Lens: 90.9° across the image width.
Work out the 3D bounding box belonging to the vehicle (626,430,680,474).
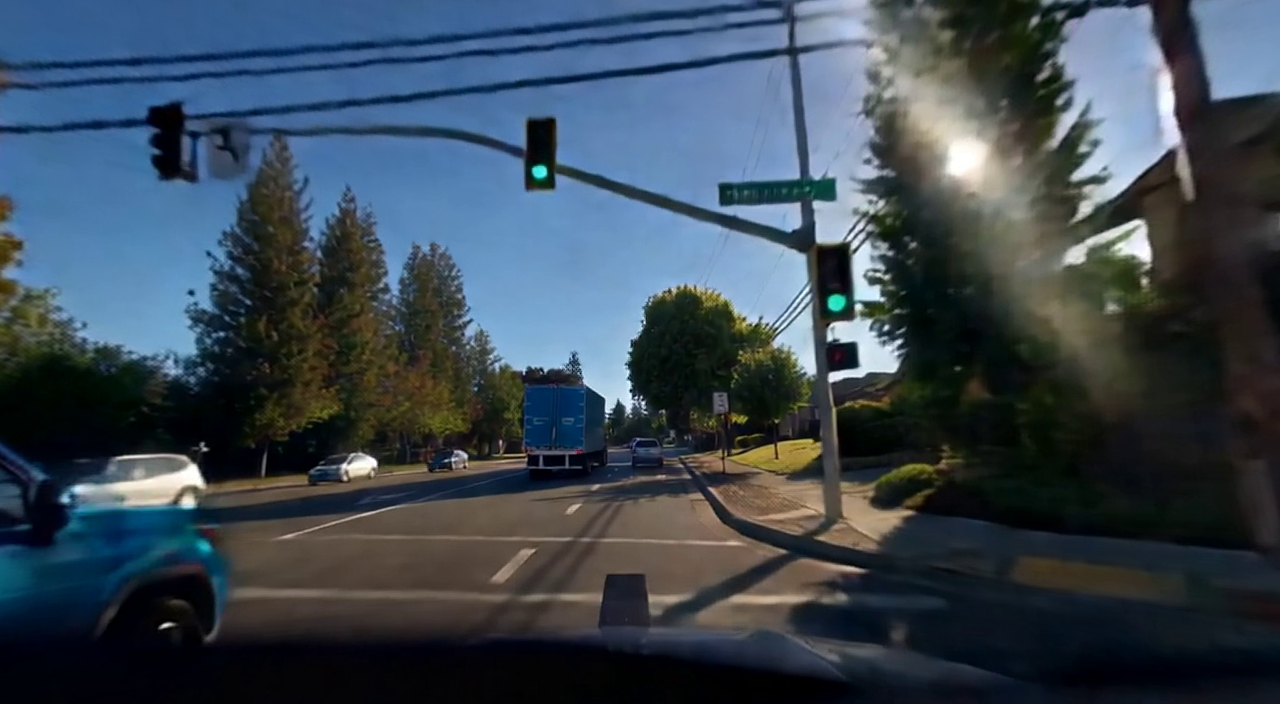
[{"bbox_3d":[0.553,4.320,27.400,2.174,1.749,4.113,0,-8,1],"label":"vehicle"}]

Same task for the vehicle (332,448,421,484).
[{"bbox_3d":[-12.008,5.183,29.091,2.055,1.489,4.425,0,-8,2],"label":"vehicle"}]

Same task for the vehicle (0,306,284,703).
[{"bbox_3d":[-3.308,0.677,1.630,2.093,1.832,4.508,0,-8,0],"label":"vehicle"}]

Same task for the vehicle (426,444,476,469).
[{"bbox_3d":[-14.099,7.799,47.324,2.123,1.789,4.609,0,-8,2],"label":"vehicle"}]

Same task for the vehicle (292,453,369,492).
[{"bbox_3d":[-17.358,6.748,35.642,2.054,1.935,4.350,0,-8,1],"label":"vehicle"}]

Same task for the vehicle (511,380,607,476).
[{"bbox_3d":[-3.363,3.585,28.887,2.928,3.658,8.980,0,-8,2],"label":"vehicle"}]
